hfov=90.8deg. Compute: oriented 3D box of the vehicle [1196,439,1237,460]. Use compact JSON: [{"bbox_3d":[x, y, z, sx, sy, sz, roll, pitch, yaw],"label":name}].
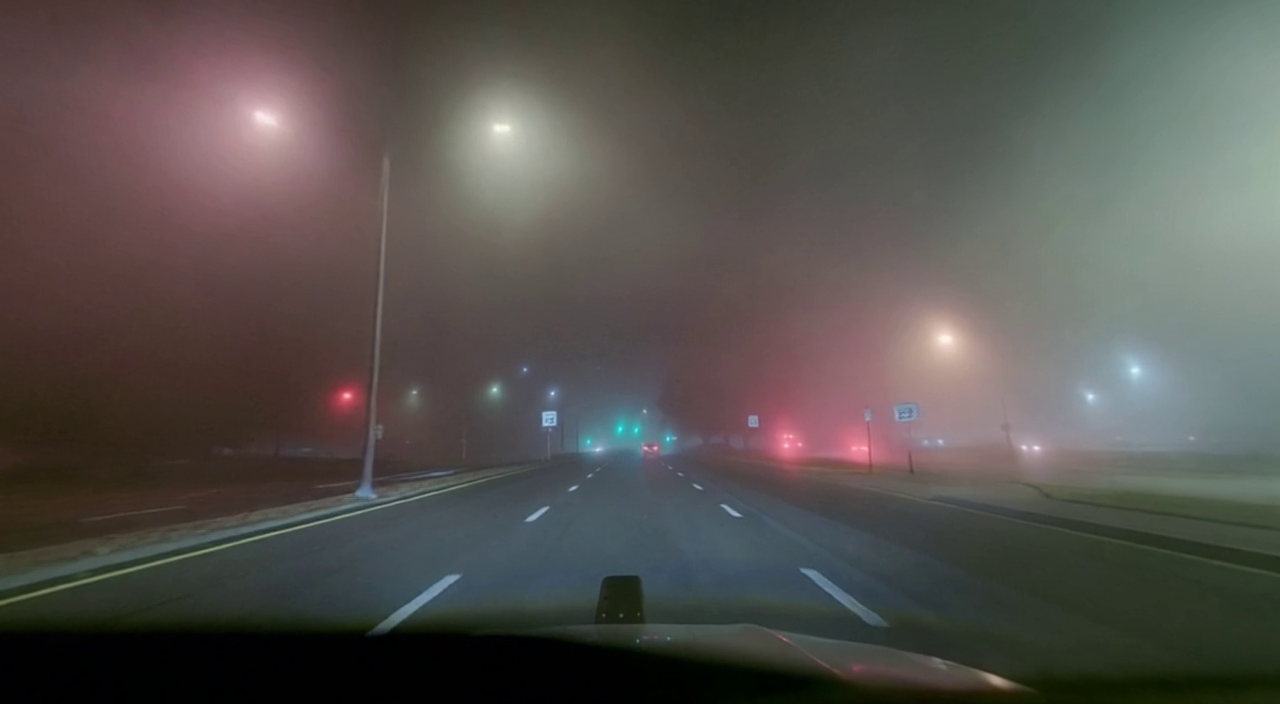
[{"bbox_3d":[42.332,7.130,46.442,1.973,1.476,4.358,-7,-11,40],"label":"vehicle"}]
